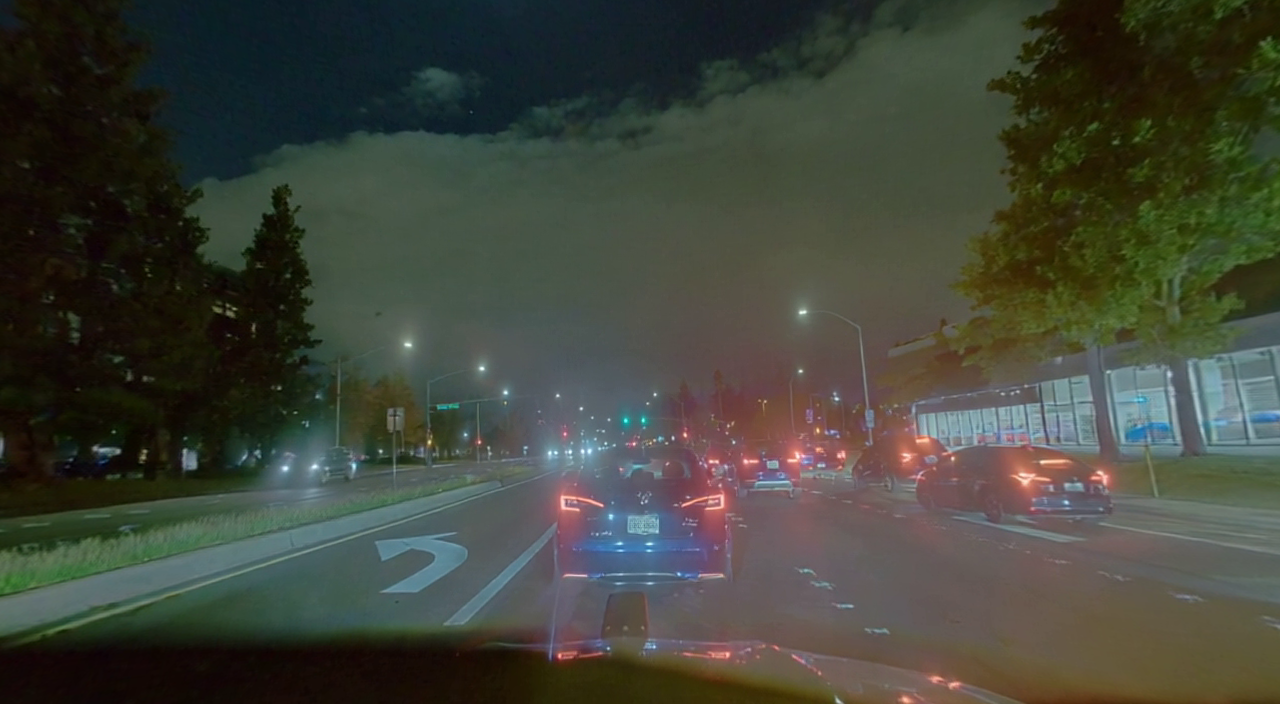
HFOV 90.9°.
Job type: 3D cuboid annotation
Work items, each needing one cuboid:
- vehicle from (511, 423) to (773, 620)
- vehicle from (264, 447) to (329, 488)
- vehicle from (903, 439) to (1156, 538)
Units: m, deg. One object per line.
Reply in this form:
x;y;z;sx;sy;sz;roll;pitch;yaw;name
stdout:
-0.014;1.603;7.017;1.977;1.465;4.376;0;-8;-1;vehicle
-16.099;5.394;29.791;2.163;1.743;4.428;3;-9;-22;vehicle
6.841;2.399;11.797;1.911;1.468;4.417;0;-8;0;vehicle
